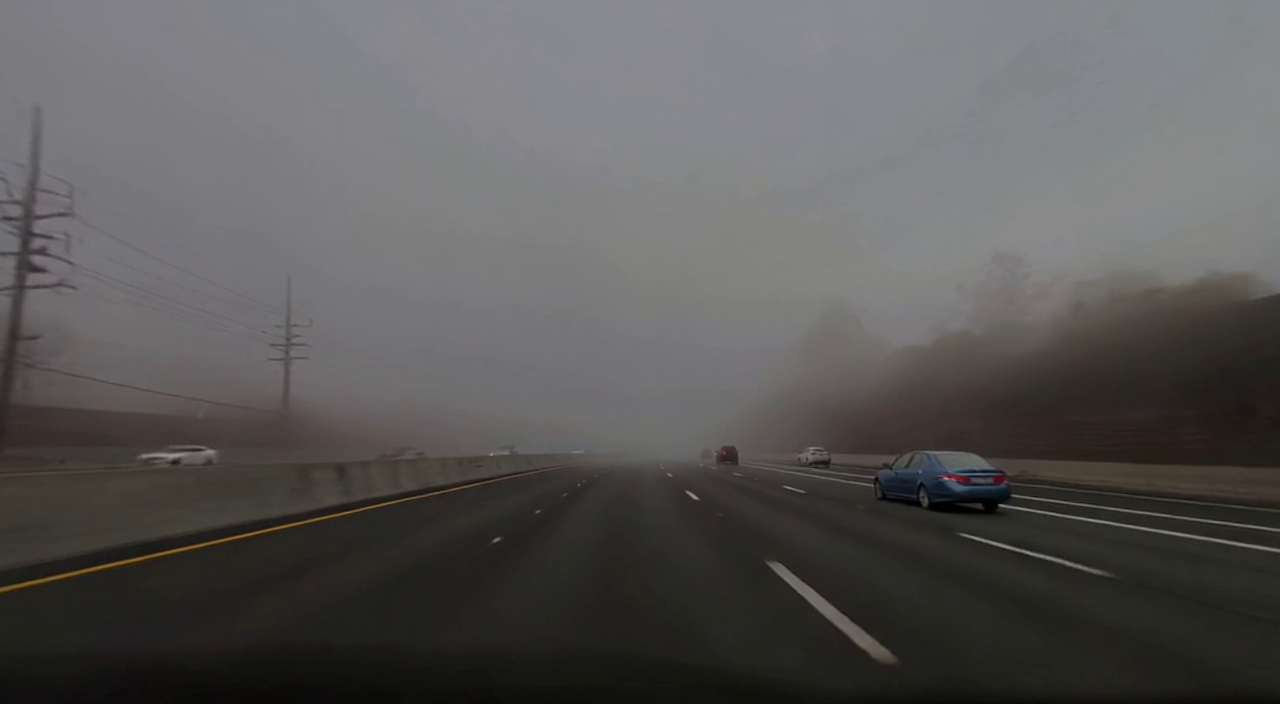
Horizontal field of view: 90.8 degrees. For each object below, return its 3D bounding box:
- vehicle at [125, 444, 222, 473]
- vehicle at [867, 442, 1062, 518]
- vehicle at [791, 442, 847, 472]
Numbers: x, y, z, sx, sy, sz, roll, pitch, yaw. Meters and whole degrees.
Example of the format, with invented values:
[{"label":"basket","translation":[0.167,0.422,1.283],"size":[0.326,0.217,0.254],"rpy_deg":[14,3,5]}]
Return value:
[{"label":"vehicle","translation":[-25.941,5.925,35.368],"size":[1.867,1.484,4.596],"rpy_deg":[0,-9,1]},{"label":"vehicle","translation":[7.243,2.873,14.789],"size":[2.047,1.479,4.593],"rpy_deg":[0,-9,-1]},{"label":"vehicle","translation":[11.061,6.527,39.374],"size":[2.151,1.734,4.519],"rpy_deg":[0,-9,0]}]
